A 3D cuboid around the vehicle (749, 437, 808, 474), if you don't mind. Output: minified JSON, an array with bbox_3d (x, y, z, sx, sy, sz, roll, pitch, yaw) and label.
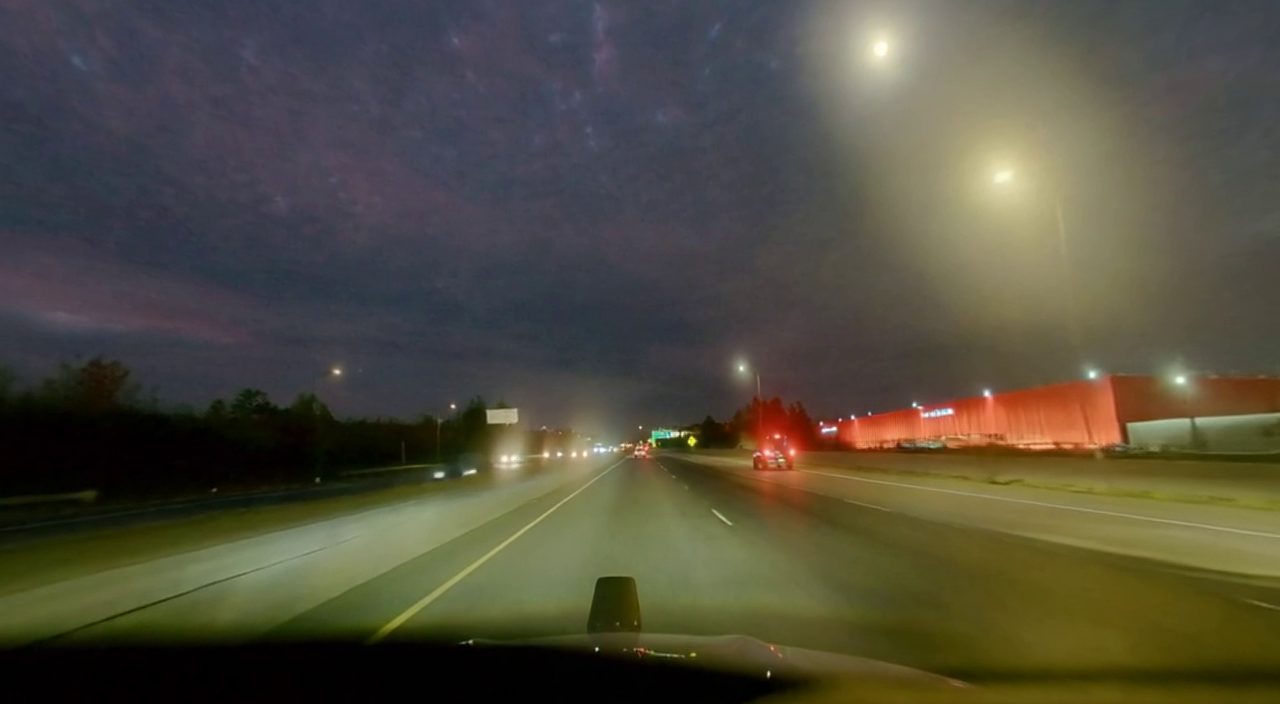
[{"bbox_3d":[7.750,5.866,35.716,2.156,1.943,5.010,0,-9,-1],"label":"vehicle"}]

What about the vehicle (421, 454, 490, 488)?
[{"bbox_3d":[-8.565,5.537,29.639,2.081,1.430,4.107,0,-9,-1],"label":"vehicle"}]
